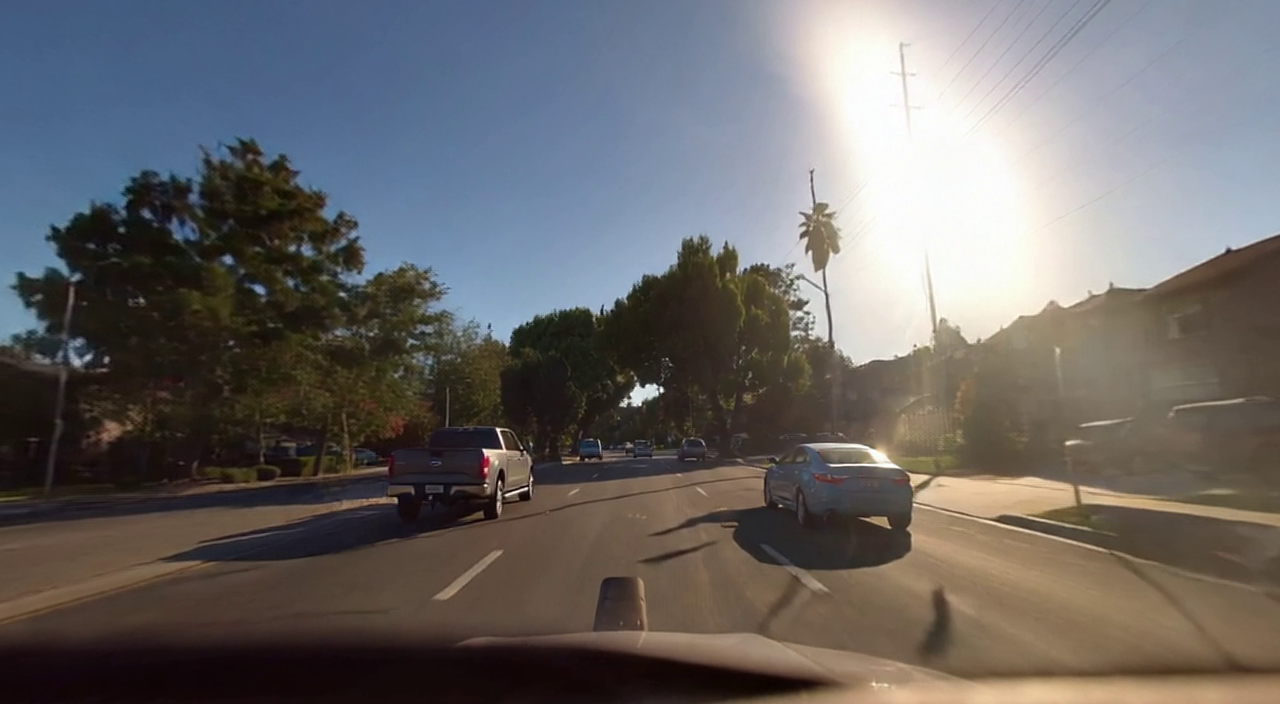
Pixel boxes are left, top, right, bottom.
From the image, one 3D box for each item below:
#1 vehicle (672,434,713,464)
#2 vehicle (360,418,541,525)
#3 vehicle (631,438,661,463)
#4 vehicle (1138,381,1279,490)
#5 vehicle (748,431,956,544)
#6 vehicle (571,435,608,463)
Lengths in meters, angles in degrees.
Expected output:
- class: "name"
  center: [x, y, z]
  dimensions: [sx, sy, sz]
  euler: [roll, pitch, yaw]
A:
- class: "vehicle"
  center: [3.373, 6.358, 41.443]
  dimensions: [2.099, 1.845, 4.363]
  euler: [0, -8, -2]
- class: "vehicle"
  center: [-3.542, 2.363, 13.104]
  dimensions: [2.111, 1.745, 5.274]
  euler: [0, -8, 0]
- class: "vehicle"
  center: [0.368, 6.865, 44.287]
  dimensions: [1.997, 1.636, 3.760]
  euler: [0, -8, -2]
- class: "vehicle"
  center: [14.729, 1.853, 14.331]
  dimensions: [4.801, 2.233, 2.222]
  euler: [-2, -9, 0]
- class: "vehicle"
  center: [3.146, 2.086, 10.438]
  dimensions: [1.884, 1.463, 4.195]
  euler: [0, -8, -1]
- class: "vehicle"
  center: [-3.464, 6.800, 44.307]
  dimensions: [2.218, 1.829, 4.492]
  euler: [0, -8, 0]
